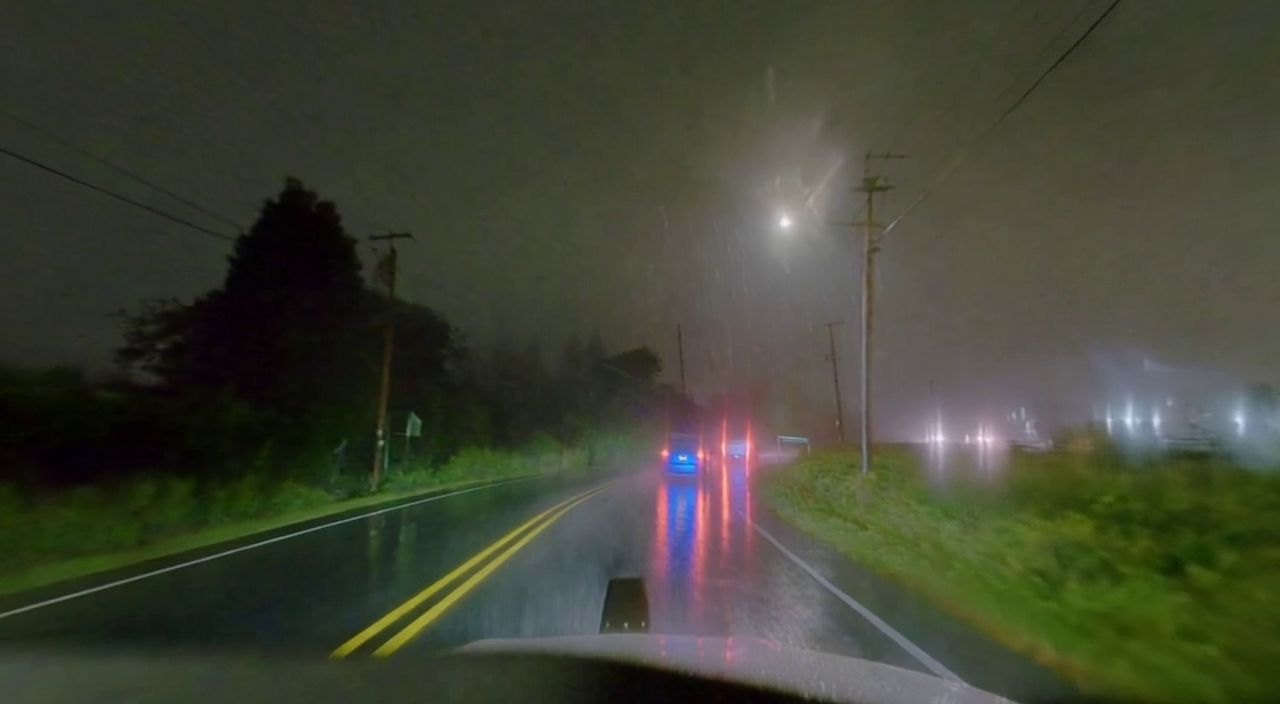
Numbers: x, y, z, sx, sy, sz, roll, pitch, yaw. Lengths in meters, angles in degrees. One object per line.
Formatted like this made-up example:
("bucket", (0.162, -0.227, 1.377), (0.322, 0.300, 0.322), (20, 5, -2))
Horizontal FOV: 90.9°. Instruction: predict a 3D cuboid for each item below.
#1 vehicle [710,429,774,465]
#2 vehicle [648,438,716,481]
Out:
("vehicle", (6.676, 6.114, 40.586), (2.376, 2.145, 5.953), (-4, -9, 25))
("vehicle", (1.788, 4.249, 25.165), (2.157, 1.565, 4.243), (-2, -9, 11))
